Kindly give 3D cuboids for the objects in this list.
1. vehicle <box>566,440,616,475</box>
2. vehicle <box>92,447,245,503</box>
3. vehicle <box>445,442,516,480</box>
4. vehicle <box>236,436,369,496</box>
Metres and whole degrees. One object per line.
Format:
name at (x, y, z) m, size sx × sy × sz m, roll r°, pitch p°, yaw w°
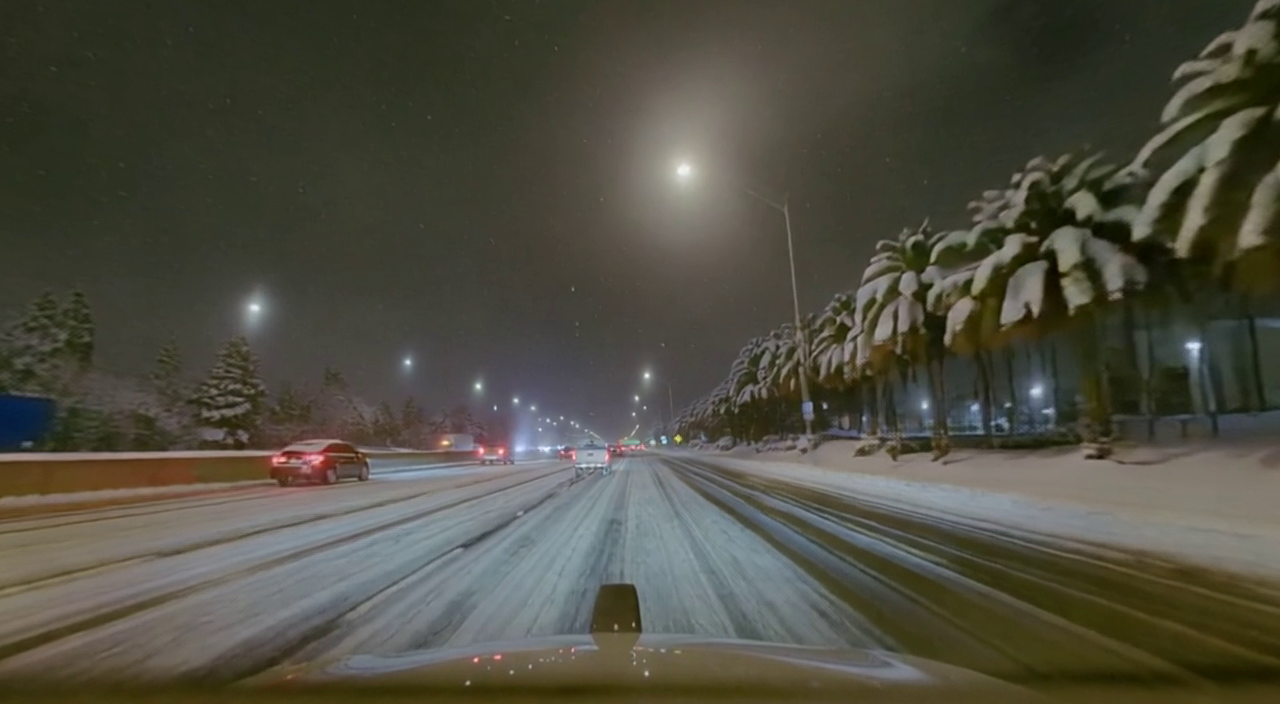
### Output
vehicle at (-2.424, 5.365, 32.401) m, size 2.201 × 1.672 × 4.128 m, roll -1°, pitch -8°, yaw 0°
vehicle at (-15.890, 4.107, 21.627) m, size 1.836 × 1.662 × 4.317 m, roll -1°, pitch -8°, yaw 1°
vehicle at (-7.625, 5.227, 30.649) m, size 2.204 × 1.677 × 4.438 m, roll -1°, pitch -8°, yaw 1°
vehicle at (-11.884, 4.005, 22.724) m, size 1.986 × 1.875 × 4.902 m, roll -1°, pitch -8°, yaw 1°
